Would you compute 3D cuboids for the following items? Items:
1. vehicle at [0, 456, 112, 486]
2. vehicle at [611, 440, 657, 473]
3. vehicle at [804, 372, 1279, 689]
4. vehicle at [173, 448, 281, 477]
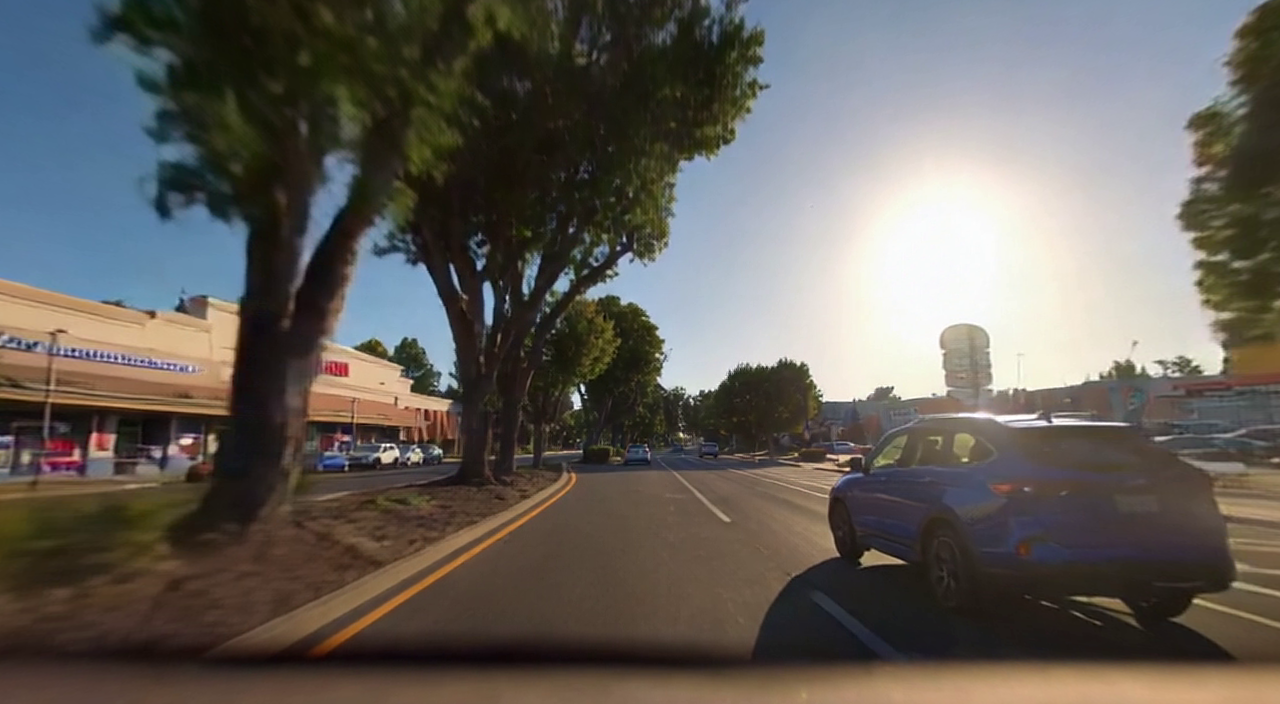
[{"bbox_3d":[-31.932,6.404,34.127,4.741,1.442,1.957,3,-9,-23],"label":"vehicle"},{"bbox_3d":[-0.299,5.131,31.279,2.126,1.475,3.967,0,-8,-1],"label":"vehicle"},{"bbox_3d":[3.192,1.279,5.697,2.110,1.698,4.397,0,-8,-2],"label":"vehicle"},{"bbox_3d":[-22.955,6.119,35.197,4.625,1.516,2.007,0,-8,2],"label":"vehicle"}]
